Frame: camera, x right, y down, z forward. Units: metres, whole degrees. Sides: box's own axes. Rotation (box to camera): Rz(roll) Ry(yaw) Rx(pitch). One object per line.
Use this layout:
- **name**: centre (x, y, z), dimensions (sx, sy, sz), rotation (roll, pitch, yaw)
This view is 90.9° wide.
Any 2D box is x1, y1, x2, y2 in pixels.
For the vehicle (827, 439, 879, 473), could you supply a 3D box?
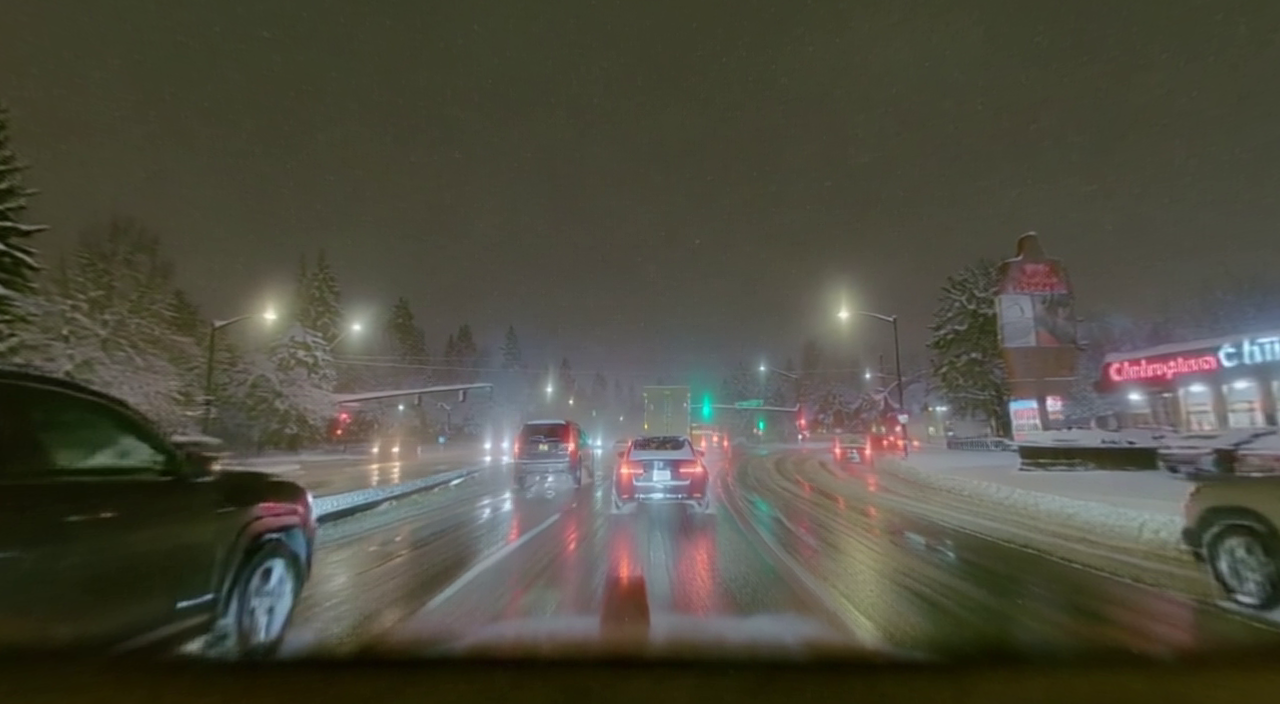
- **vehicle**: centre (10.214, 4.970, 30.455), dimensions (1.900, 1.507, 4.151), rotation (-2, -9, 13)

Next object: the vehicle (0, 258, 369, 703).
- **vehicle**: centre (-3.023, 0.651, 2.022), dimensions (2.124, 1.829, 4.799), rotation (0, -8, 0)

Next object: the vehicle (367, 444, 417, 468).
- **vehicle**: centre (-16.702, 6.983, 42.620), dimensions (1.880, 1.470, 4.514), rotation (0, -8, -5)

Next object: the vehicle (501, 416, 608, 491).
- **vehicle**: centre (-2.360, 3.018, 18.997), dimensions (2.289, 1.935, 5.227), rotation (0, -8, 2)

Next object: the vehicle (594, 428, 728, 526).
- **vehicle**: centre (0.310, 2.233, 11.844), dimensions (2.061, 1.494, 4.079), rotation (0, -8, 0)

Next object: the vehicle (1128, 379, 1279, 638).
- **vehicle**: centre (5.507, 0.920, 3.226), dimensions (2.141, 1.794, 4.933), rotation (0, -8, 2)
